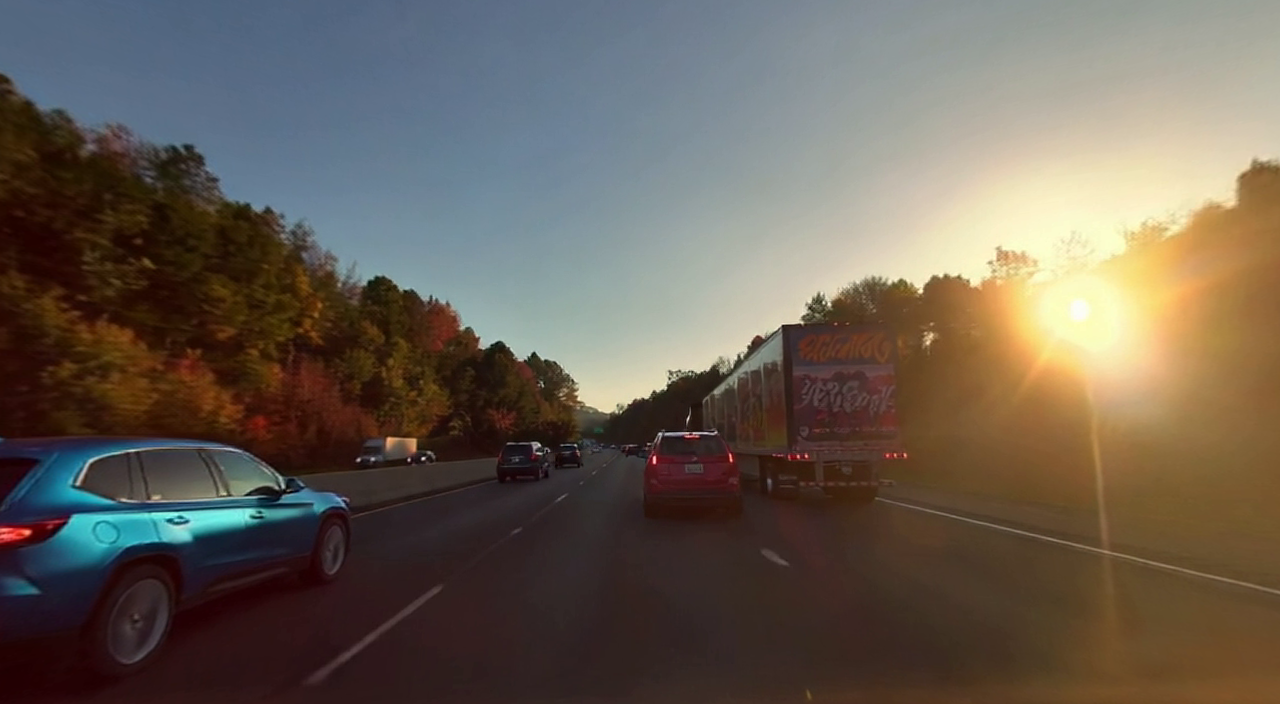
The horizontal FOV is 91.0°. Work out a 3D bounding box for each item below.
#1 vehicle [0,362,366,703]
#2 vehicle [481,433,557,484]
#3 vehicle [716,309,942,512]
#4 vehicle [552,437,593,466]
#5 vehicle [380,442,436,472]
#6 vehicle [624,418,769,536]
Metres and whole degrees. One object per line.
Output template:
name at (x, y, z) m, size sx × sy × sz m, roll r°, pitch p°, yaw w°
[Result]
vehicle at (-3.999, 1.114, 4.520) m, size 1.983 × 1.666 × 4.452 m, roll 0°, pitch -8°, yaw 1°
vehicle at (-4.214, 3.752, 22.516) m, size 1.905 × 1.642 × 3.803 m, roll 0°, pitch -8°, yaw 1°
vehicle at (4.605, 2.159, 19.732) m, size 2.828 × 4.081 × 14.220 m, roll 0°, pitch -8°, yaw 1°
vehicle at (-4.221, 6.283, 39.872) m, size 2.014 × 1.683 × 4.275 m, roll 0°, pitch -8°, yaw 1°
vehicle at (-15.648, 7.097, 42.796) m, size 2.011 × 1.875 × 4.685 m, roll 0°, pitch -8°, yaw 0°
vehicle at (0.756, 2.038, 10.795) m, size 2.017 × 1.662 × 3.543 m, roll 0°, pitch -8°, yaw -2°
